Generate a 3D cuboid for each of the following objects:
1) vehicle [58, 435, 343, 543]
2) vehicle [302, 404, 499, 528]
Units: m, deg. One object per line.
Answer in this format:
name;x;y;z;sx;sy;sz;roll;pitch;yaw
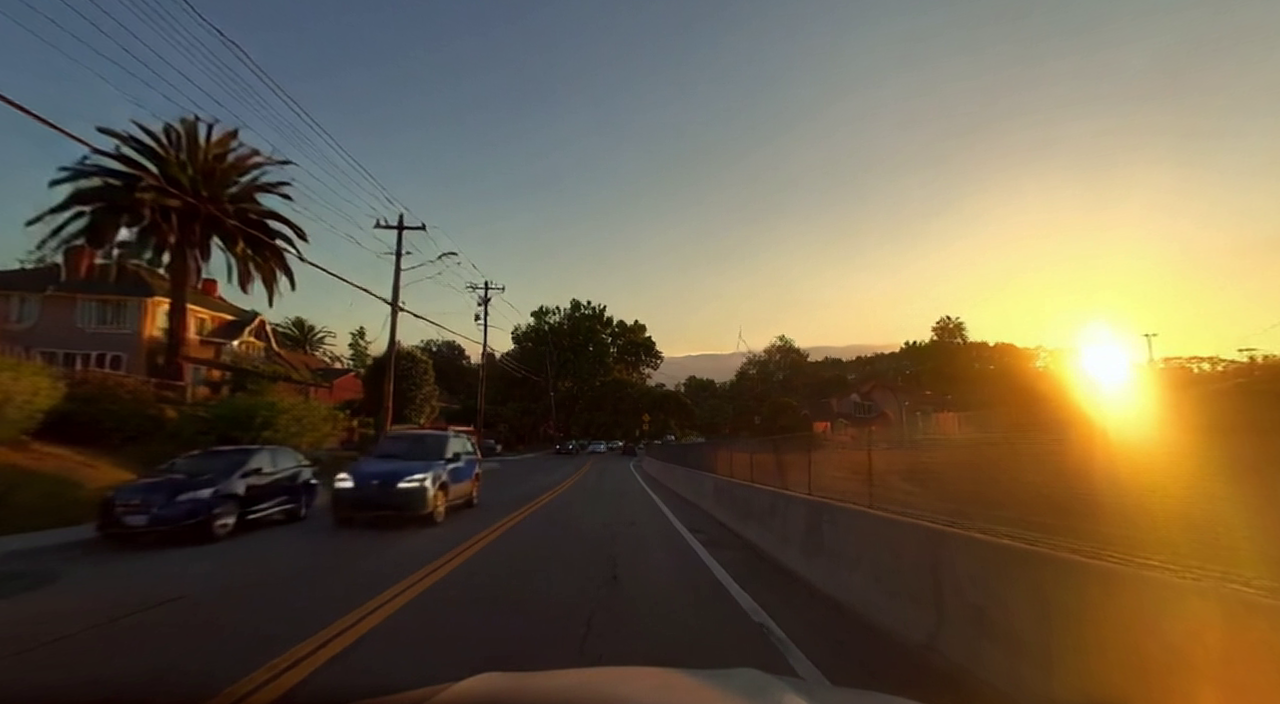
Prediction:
vehicle;-7.470;2.337;11.569;1.863;1.522;4.901;0;-9;-3
vehicle;-4.246;2.122;12.206;2.057;1.905;4.670;0;-9;-2
